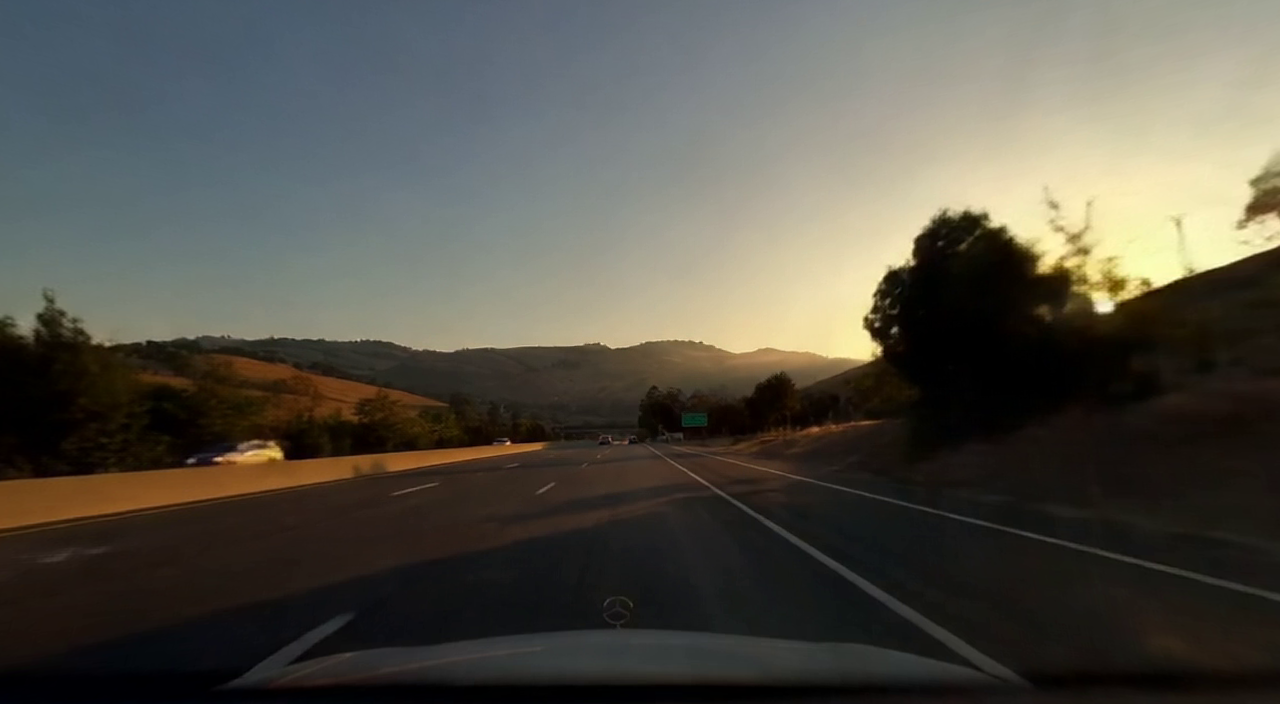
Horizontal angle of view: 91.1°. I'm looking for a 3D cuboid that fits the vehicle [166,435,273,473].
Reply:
[{"bbox_3d":[-23.684,5.751,35.784,2.267,1.970,5.608,0,-8,-1],"label":"vehicle"}]
